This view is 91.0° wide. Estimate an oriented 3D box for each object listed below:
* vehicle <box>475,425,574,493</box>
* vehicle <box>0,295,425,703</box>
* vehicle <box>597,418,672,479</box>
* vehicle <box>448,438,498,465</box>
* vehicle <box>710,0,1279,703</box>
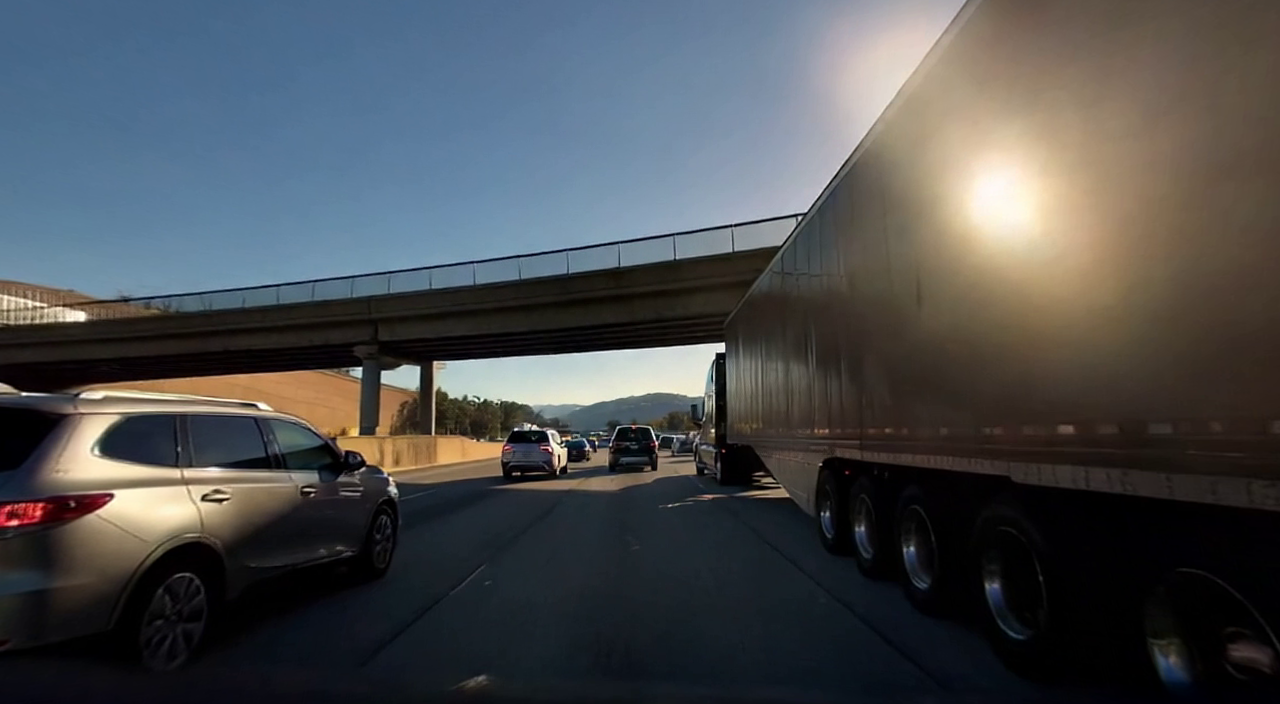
[{"bbox_3d":[-3.356,3.213,19.250,2.120,1.812,4.659,0,-8,0],"label":"vehicle"},{"bbox_3d":[-3.304,0.982,3.936,2.193,1.803,4.958,0,-8,-1],"label":"vehicle"},{"bbox_3d":[-0.220,3.949,25.971,2.704,2.216,5.804,0,-8,0],"label":"vehicle"},{"bbox_3d":[-11.256,6.720,42.713,1.955,1.688,4.793,0,-8,1],"label":"vehicle"},{"bbox_3d":[3.492,0.760,10.130,2.852,4.121,16.210,0,-8,0],"label":"vehicle"}]
